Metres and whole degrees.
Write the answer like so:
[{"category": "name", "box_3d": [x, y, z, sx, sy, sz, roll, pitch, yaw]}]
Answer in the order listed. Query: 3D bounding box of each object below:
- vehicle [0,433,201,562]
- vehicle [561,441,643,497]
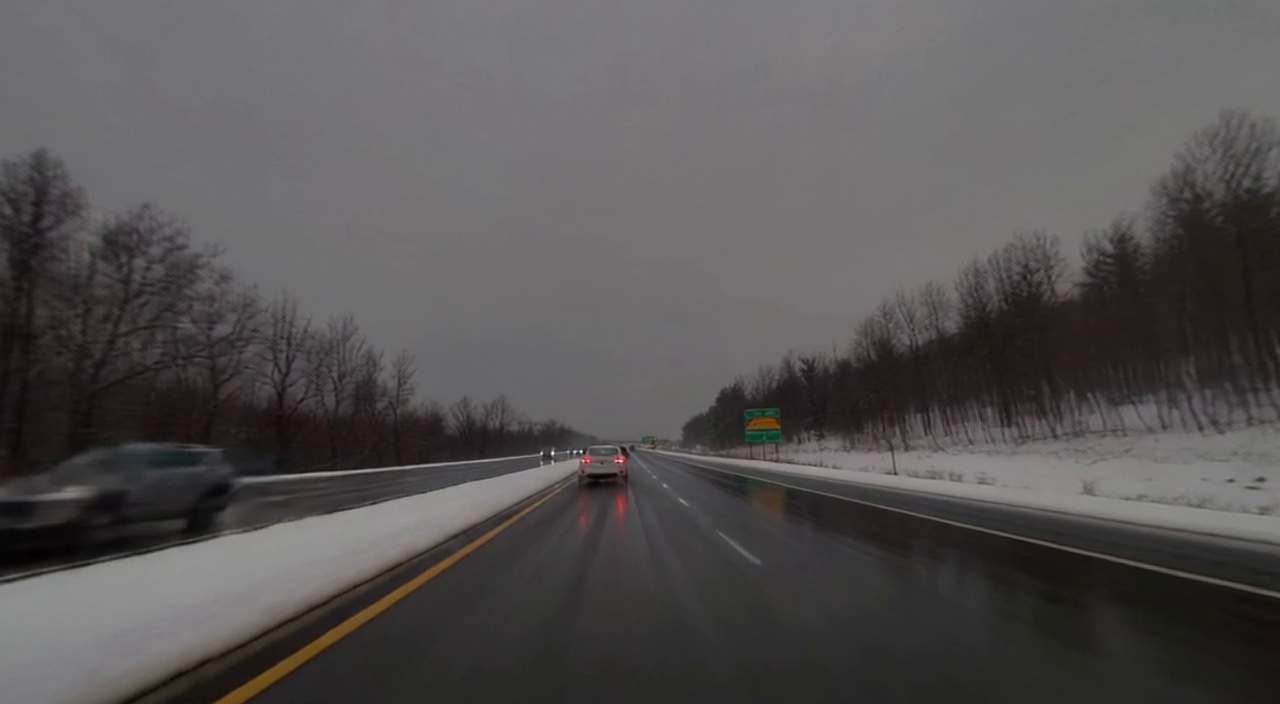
[{"category": "vehicle", "box_3d": [-9.489, 2.141, 9.706, 2.330, 1.637, 4.272, 0, -9, -2]}, {"category": "vehicle", "box_3d": [-1.111, 3.543, 19.383, 2.244, 1.506, 4.097, 0, -9, -2]}]
